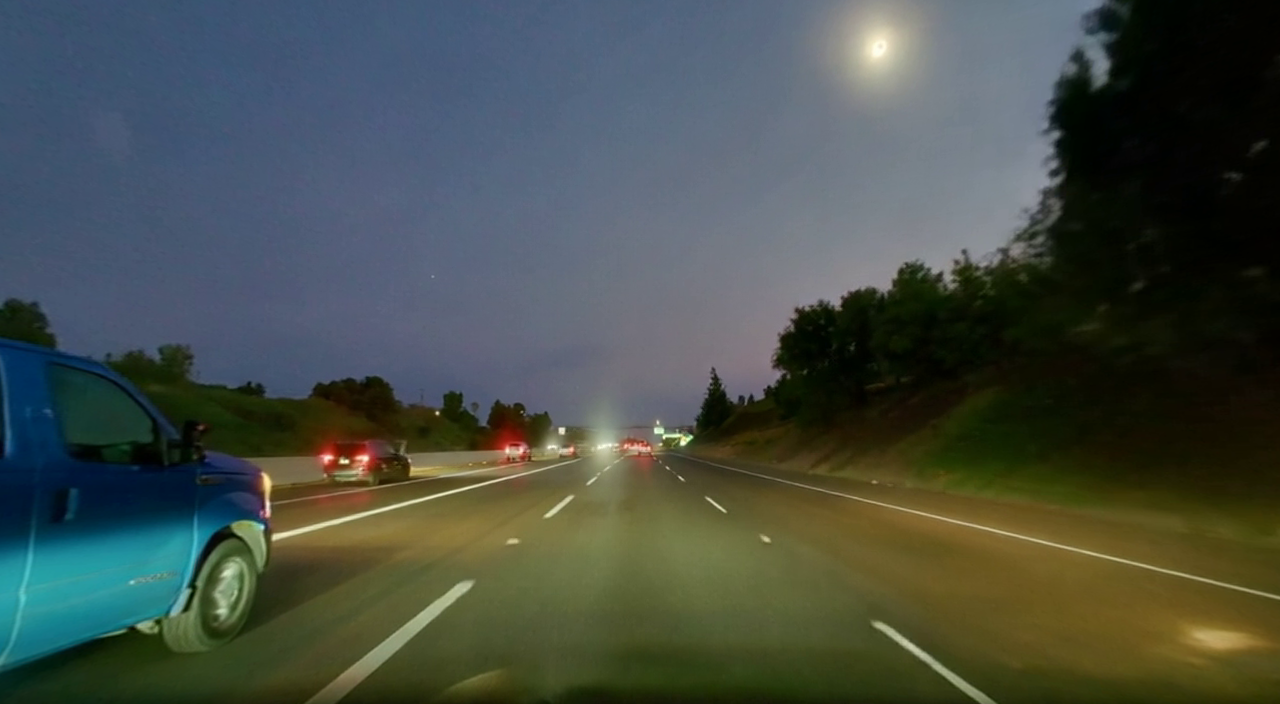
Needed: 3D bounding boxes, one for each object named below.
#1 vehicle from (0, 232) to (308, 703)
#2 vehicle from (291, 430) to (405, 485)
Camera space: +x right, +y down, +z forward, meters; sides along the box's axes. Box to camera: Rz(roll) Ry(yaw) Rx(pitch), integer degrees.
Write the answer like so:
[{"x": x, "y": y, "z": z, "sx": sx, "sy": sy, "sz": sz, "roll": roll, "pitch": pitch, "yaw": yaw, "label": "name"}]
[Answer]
[{"x": -3.473, "y": 0.468, "z": 1.004, "sx": 2.483, "sy": 2.100, "sz": 6.208, "roll": 0, "pitch": -8, "yaw": 0, "label": "vehicle"}, {"x": -10.994, "y": 4.017, "z": 24.303, "sx": 2.012, "sy": 1.875, "sz": 4.895, "roll": 0, "pitch": -8, "yaw": 0, "label": "vehicle"}]
